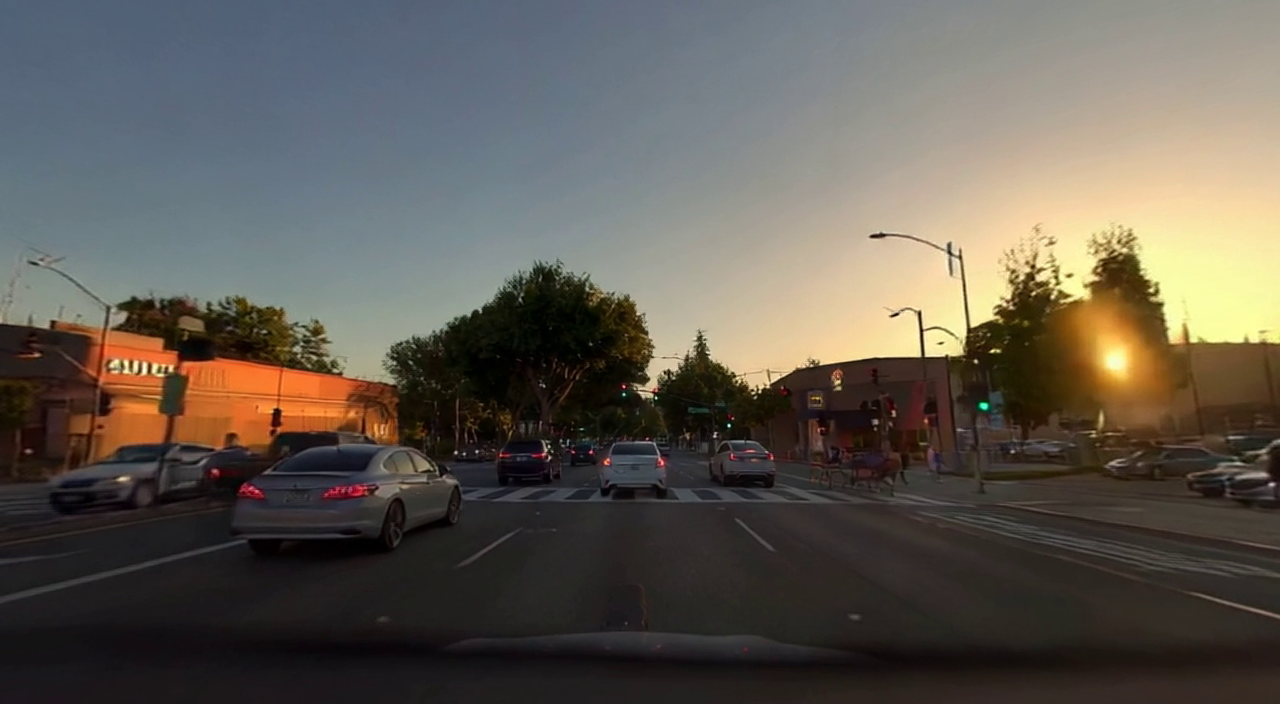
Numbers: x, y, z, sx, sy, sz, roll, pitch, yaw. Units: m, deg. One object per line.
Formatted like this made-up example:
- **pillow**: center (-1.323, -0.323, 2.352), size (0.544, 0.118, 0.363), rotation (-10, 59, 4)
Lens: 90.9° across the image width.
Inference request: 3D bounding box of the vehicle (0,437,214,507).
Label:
- **vehicle**: center (-16.230, 3.574, 19.448), size (2.237, 1.840, 5.567), rotation (0, -8, 0)

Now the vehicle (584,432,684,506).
- **vehicle**: center (-0.143, 2.802, 15.507), size (2.121, 1.563, 4.031), rotation (0, -8, 0)

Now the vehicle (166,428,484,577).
- **vehicle**: center (-3.784, 1.871, 8.797), size (1.992, 1.493, 4.688), rotation (0, -8, 0)

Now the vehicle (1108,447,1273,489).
- **vehicle**: center (22.509, 4.698, 25.973), size (1.993, 1.517, 4.601), rotation (5, -10, -30)

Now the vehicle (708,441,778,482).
- **vehicle**: center (4.045, 4.365, 25.520), size (1.979, 1.485, 4.207), rotation (0, -8, -2)

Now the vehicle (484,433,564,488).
- **vehicle**: center (-3.859, 3.687, 21.734), size (1.983, 1.685, 3.997), rotation (0, -8, 0)

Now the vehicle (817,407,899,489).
- **vehicle**: center (9.494, 4.187, 27.688), size (2.613, 3.281, 2.673), rotation (3, -8, -1)
